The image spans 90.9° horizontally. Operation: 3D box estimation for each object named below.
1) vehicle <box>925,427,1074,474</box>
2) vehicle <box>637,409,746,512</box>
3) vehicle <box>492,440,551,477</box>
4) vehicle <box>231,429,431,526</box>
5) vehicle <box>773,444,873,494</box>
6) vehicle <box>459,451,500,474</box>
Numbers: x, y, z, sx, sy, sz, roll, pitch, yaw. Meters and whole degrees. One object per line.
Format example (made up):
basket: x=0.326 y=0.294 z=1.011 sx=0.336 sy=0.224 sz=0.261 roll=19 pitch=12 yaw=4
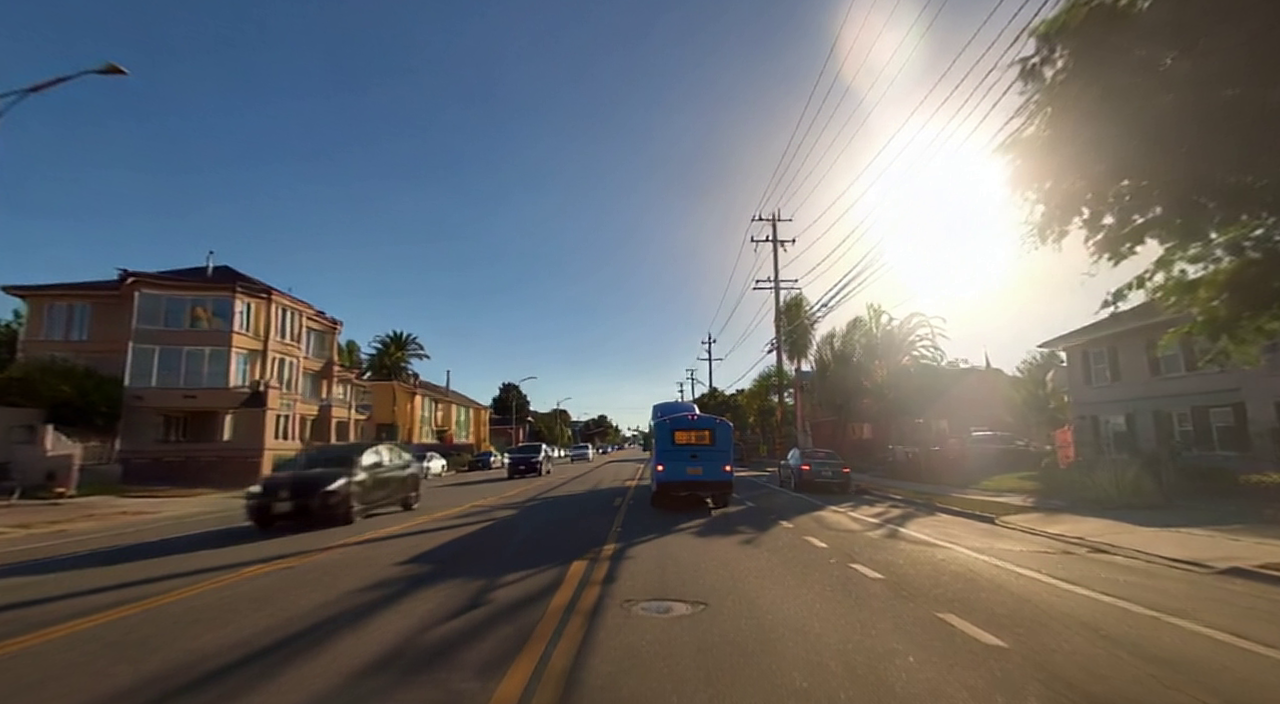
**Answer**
vehicle: x=14.920 y=4.095 z=26.414 sx=4.749 sy=1.699 sz=2.311 roll=-2 pitch=-7 yaw=2
vehicle: x=1.030 y=2.501 z=14.920 sx=2.168 sy=2.040 sz=4.527 roll=0 pitch=-8 yaw=0
vehicle: x=-5.684 y=5.157 z=30.688 sx=1.965 sy=1.653 sz=4.251 roll=0 pitch=-8 yaw=1
vehicle: x=-6.219 y=2.557 z=13.421 sx=1.948 sy=1.706 sz=4.407 roll=0 pitch=-8 yaw=1
vehicle: x=5.840 y=3.776 z=20.746 sx=2.022 sy=1.456 sz=4.246 roll=0 pitch=-8 yaw=0
vehicle: x=-11.423 y=7.848 z=44.965 sx=1.841 sy=1.356 sz=3.938 roll=-6 pitch=-8 yaw=-1
